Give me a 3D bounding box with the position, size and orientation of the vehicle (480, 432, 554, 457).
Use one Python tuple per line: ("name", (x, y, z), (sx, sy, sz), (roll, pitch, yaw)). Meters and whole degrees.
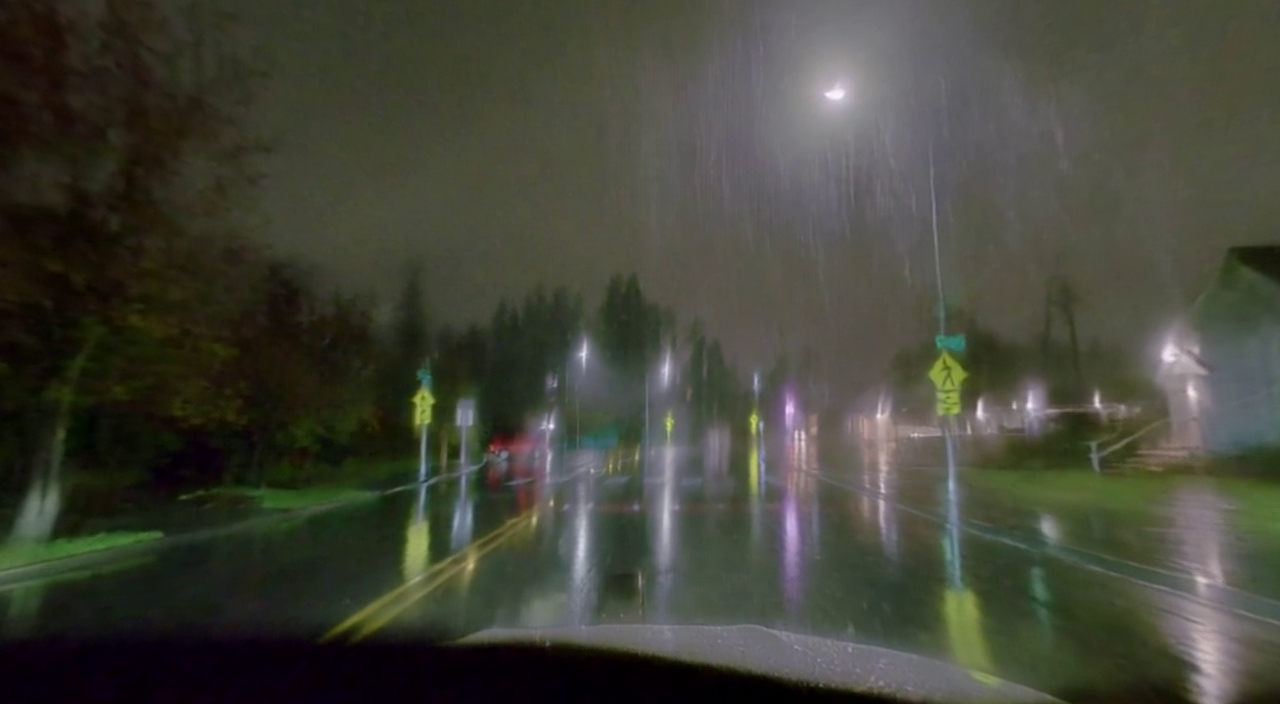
("vehicle", (-8.040, 6.077, 41.560), (4.377, 1.596, 1.836), (-2, -9, 15))
